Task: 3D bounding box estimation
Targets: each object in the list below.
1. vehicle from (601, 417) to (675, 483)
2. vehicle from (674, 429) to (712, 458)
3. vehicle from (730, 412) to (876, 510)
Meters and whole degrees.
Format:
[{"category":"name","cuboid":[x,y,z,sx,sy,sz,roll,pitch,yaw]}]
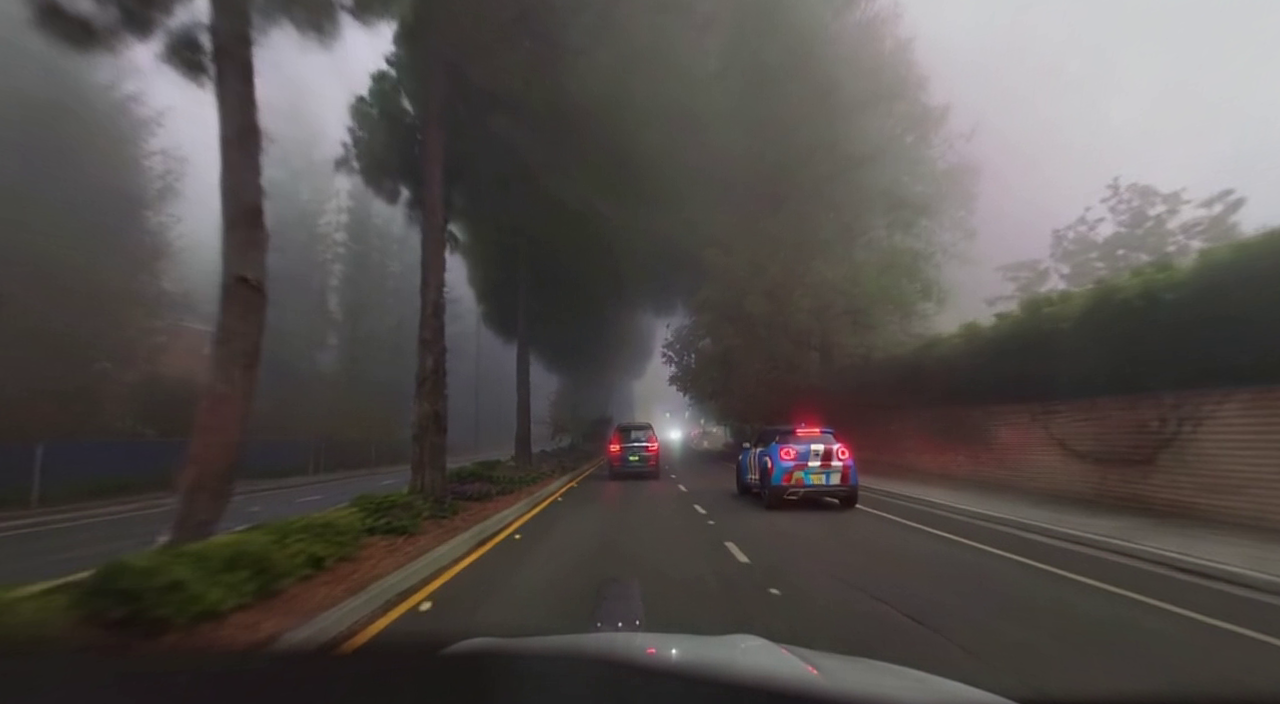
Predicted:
[{"category":"vehicle","cuboid":[-0.083,2.884,18.677,1.984,1.777,3.148,0,-8,-1]},{"category":"vehicle","cuboid":[3.164,5.552,38.196,1.863,1.610,3.726,0,-8,-1]},{"category":"vehicle","cuboid":[3.172,2.233,13.209,1.840,1.709,4.202,0,-8,-1]}]
